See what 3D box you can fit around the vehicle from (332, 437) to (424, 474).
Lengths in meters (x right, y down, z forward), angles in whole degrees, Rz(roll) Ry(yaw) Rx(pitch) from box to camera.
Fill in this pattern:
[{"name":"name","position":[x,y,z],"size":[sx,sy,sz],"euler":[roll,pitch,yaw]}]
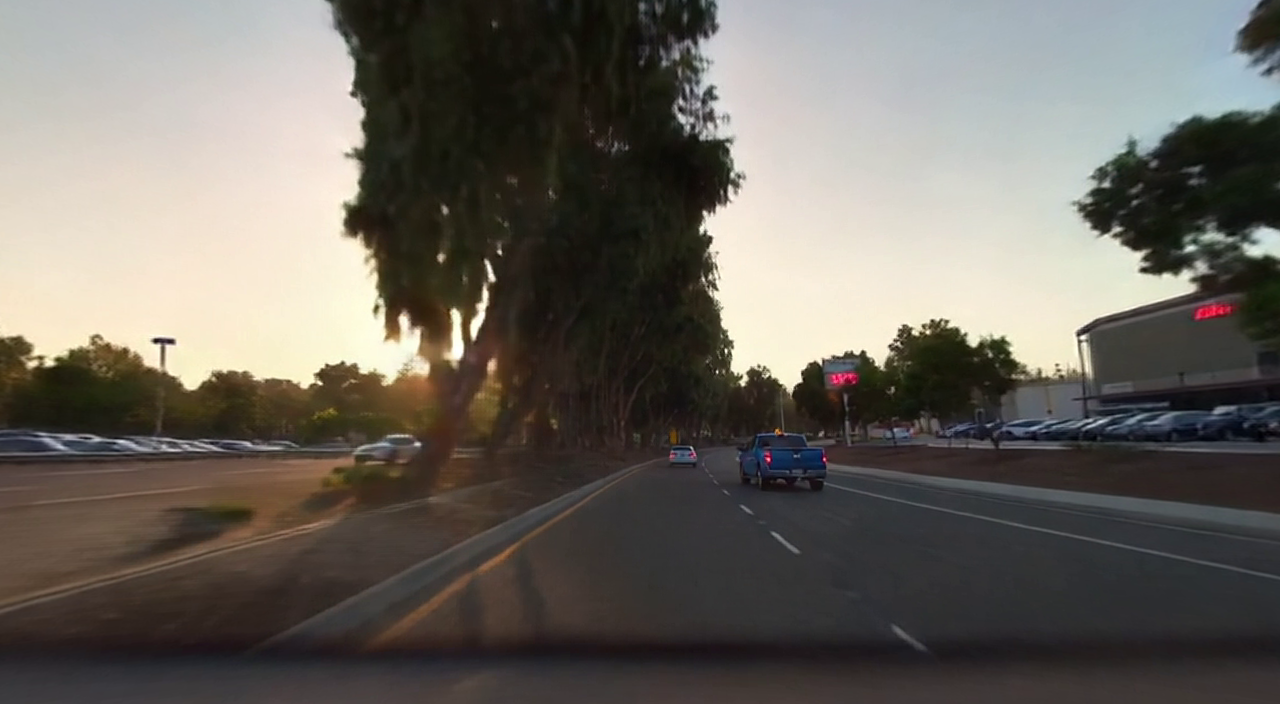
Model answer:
[{"name":"vehicle","position":[-12.269,4.860,29.825],"size":[2.008,1.553,4.642],"euler":[0,-9,5]}]

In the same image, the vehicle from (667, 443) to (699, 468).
[{"name":"vehicle","position":[2.810,6.668,40.658],"size":[1.968,1.521,4.262],"euler":[0,-9,5]}]

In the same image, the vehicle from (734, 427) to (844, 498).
[{"name":"vehicle","position":[4.538,3.496,20.320],"size":[2.367,1.919,5.651],"euler":[0,-9,2]}]
